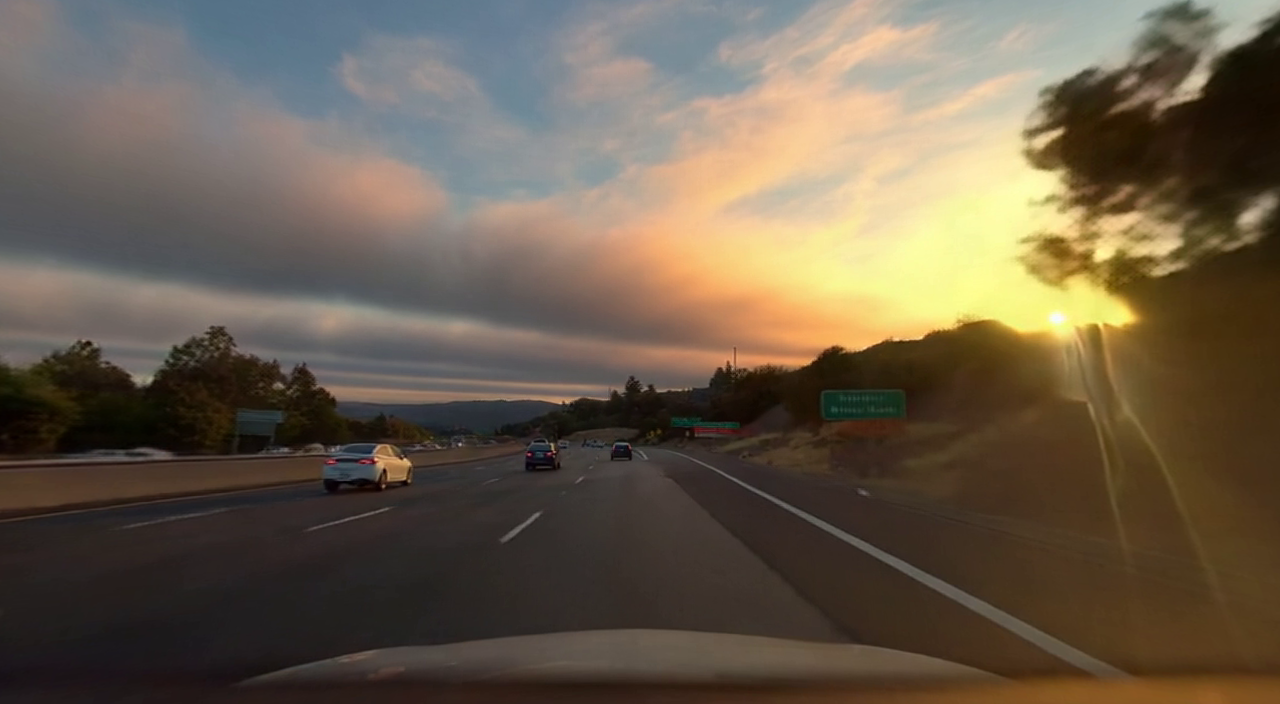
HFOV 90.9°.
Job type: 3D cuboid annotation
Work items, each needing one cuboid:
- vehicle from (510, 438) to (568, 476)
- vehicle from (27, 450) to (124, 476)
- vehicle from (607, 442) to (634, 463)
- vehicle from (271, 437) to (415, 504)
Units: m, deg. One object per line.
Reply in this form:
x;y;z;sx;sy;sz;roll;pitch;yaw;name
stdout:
-4.552;4.786;28.985;1.991;1.610;4.606;0;-8;-1;vehicle
-35.813;7.006;40.200;1.829;1.479;4.742;0;-8;-2;vehicle
-1.413;7.174;45.105;1.881;1.460;3.694;0;-8;-2;vehicle
-8.019;3.200;17.528;2.086;1.628;4.039;0;-8;-1;vehicle
